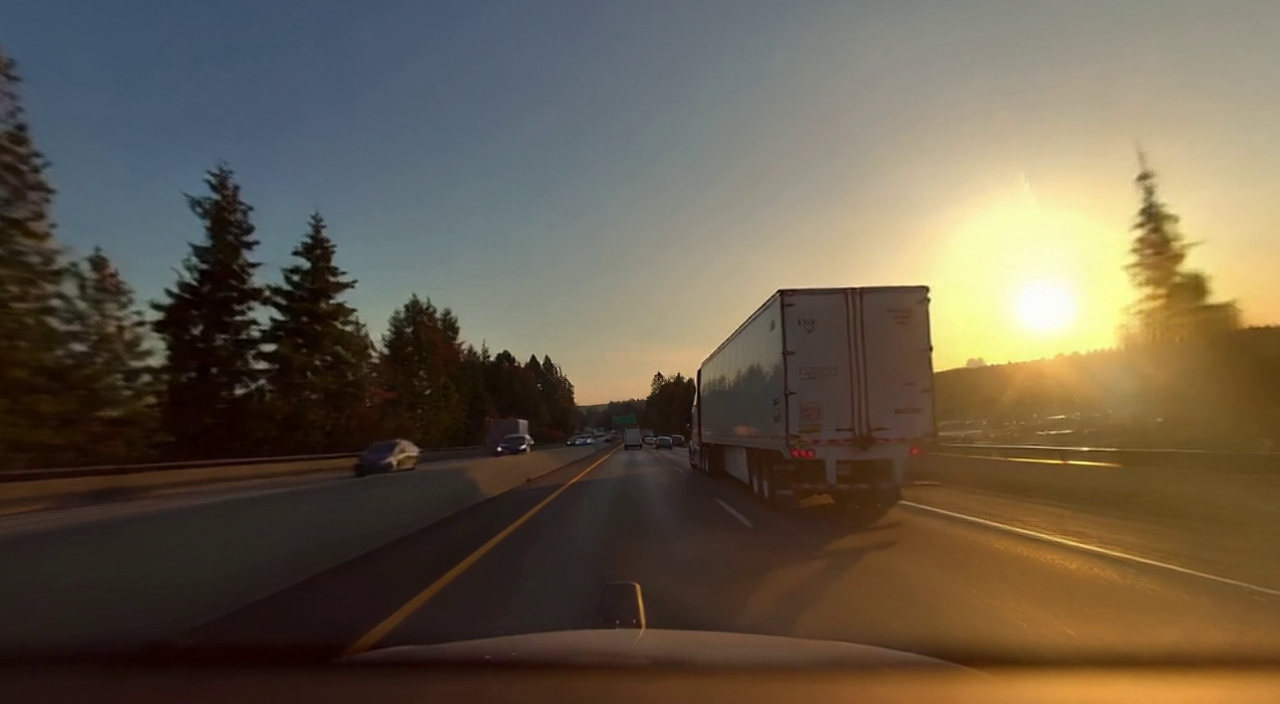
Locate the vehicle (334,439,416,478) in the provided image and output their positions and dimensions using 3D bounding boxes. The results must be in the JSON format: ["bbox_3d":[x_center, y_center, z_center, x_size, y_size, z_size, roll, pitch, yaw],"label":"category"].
[{"bbox_3d":[-12.327,4.939,29.631,1.934,1.675,4.432,0,-8,-1],"label":"vehicle"}]

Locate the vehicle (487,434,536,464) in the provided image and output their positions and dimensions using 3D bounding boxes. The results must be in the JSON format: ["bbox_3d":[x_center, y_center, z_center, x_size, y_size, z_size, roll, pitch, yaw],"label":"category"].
[{"bbox_3d":[-8.339,6.307,41.317,2.346,1.838,4.576,1,-7,-2],"label":"vehicle"}]

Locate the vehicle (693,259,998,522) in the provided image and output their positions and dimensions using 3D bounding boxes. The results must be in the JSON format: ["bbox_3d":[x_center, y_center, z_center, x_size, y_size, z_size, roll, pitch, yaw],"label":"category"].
[{"bbox_3d":[3.638,1.466,16.425,3.038,3.975,13.887,0,-8,-1],"label":"vehicle"}]
